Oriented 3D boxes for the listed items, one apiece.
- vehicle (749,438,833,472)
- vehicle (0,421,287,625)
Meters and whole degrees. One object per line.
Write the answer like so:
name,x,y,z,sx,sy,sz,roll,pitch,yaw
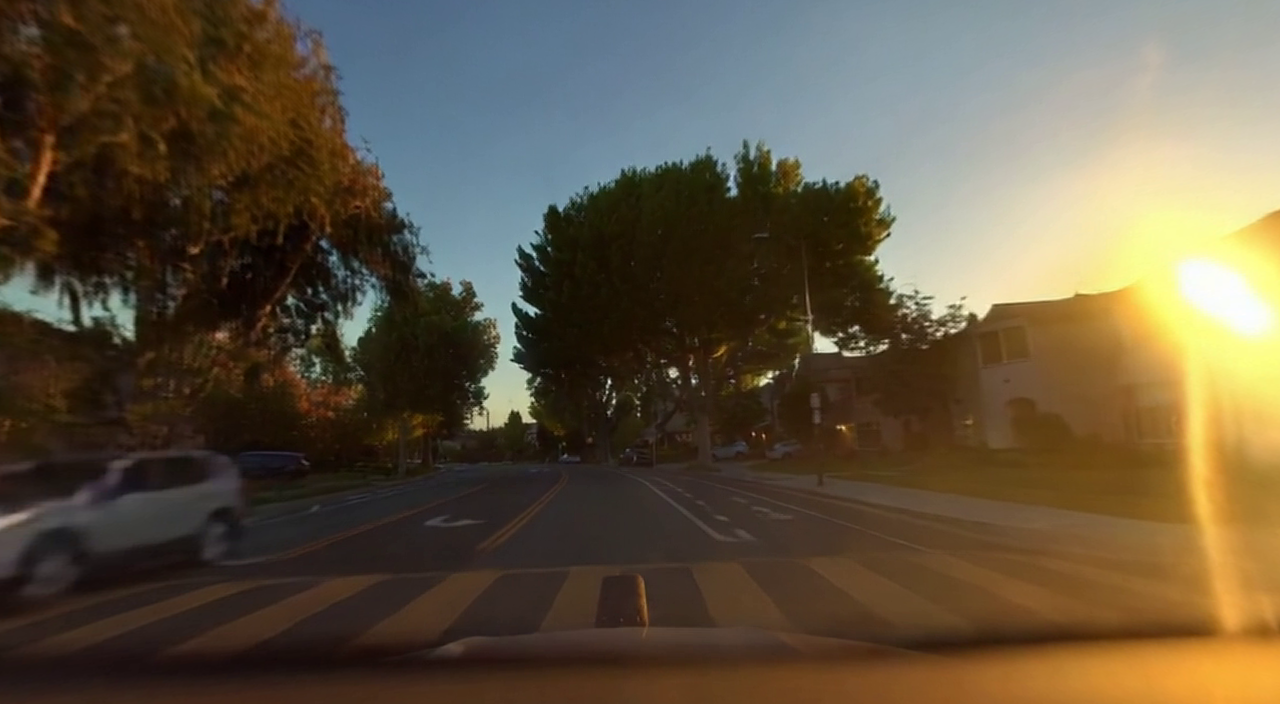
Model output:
vehicle,9.694,6.646,40.740,4.697,1.861,2.126,1,-12,-16
vehicle,-6.862,1.867,7.867,2.247,1.801,4.672,0,-9,-1
